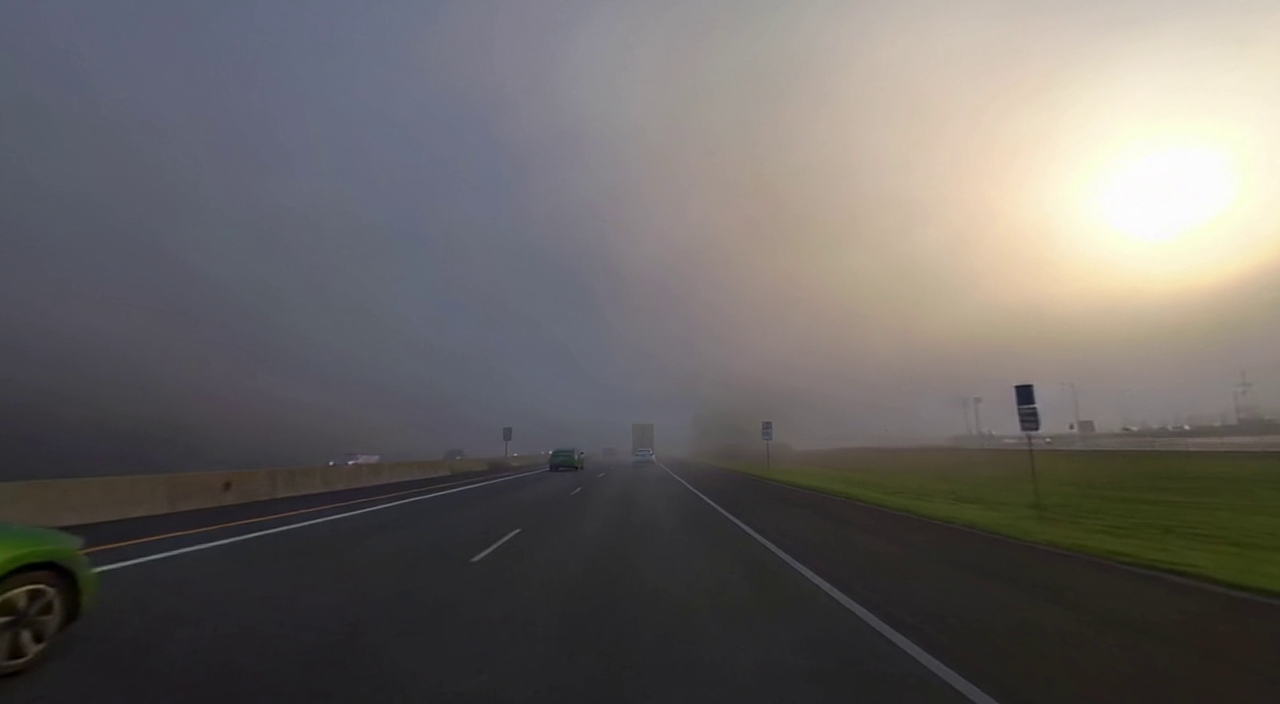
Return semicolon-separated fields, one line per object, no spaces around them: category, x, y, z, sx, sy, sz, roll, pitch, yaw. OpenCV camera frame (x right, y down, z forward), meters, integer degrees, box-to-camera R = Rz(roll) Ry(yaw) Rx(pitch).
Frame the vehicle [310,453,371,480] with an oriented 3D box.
vehicle;-17.106;6.561;36.238;1.823;1.427;3.450;0;-9;0

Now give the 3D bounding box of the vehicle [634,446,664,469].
vehicle;0.607;7.569;45.379;1.992;1.593;3.937;0;-9;-1

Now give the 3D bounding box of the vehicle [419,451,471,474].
vehicle;-12.944;7.344;42.179;2.077;1.478;4.354;0;-9;0

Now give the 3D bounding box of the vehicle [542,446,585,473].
vehicle;-4.616;6.531;38.480;2.172;1.548;3.953;0;-9;0
